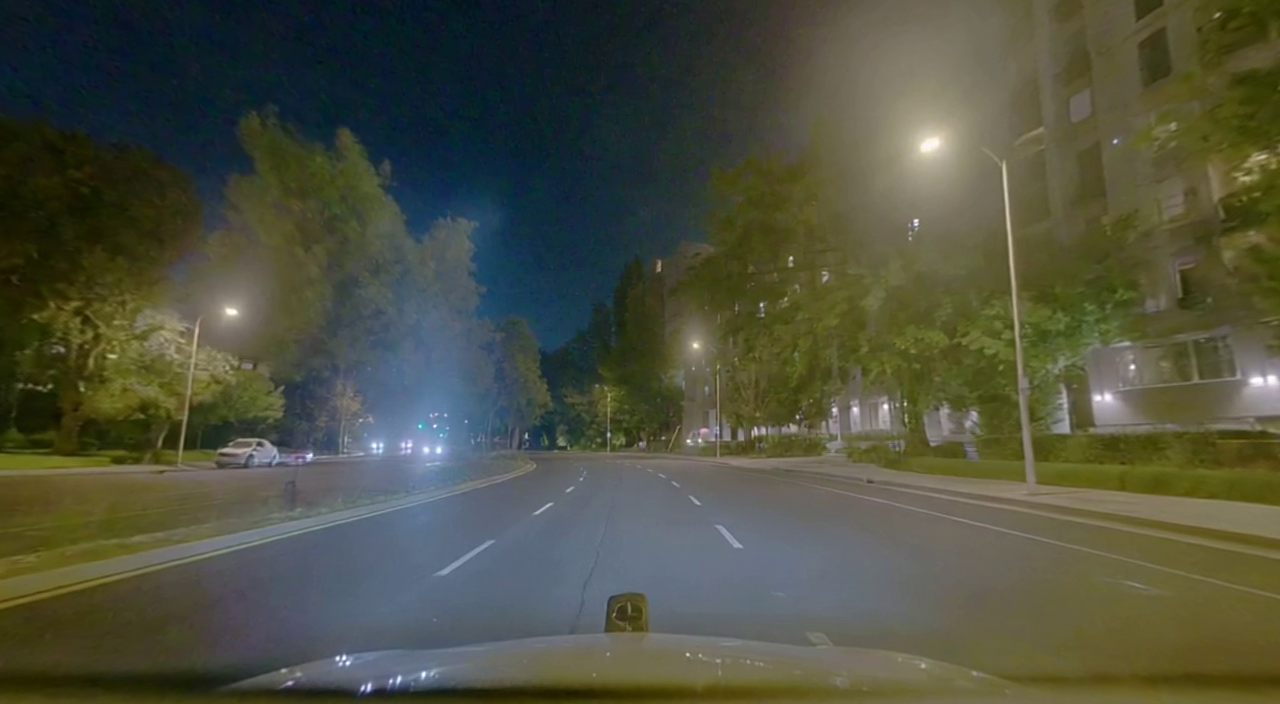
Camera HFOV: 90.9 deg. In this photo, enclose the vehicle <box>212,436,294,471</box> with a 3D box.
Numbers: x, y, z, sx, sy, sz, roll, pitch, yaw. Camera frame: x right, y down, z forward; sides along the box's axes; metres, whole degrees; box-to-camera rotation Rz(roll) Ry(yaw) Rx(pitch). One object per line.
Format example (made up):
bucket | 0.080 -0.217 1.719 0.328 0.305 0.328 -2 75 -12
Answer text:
vehicle | -23.074 6.066 37.847 2.387 1.951 4.827 1 -9 -9
